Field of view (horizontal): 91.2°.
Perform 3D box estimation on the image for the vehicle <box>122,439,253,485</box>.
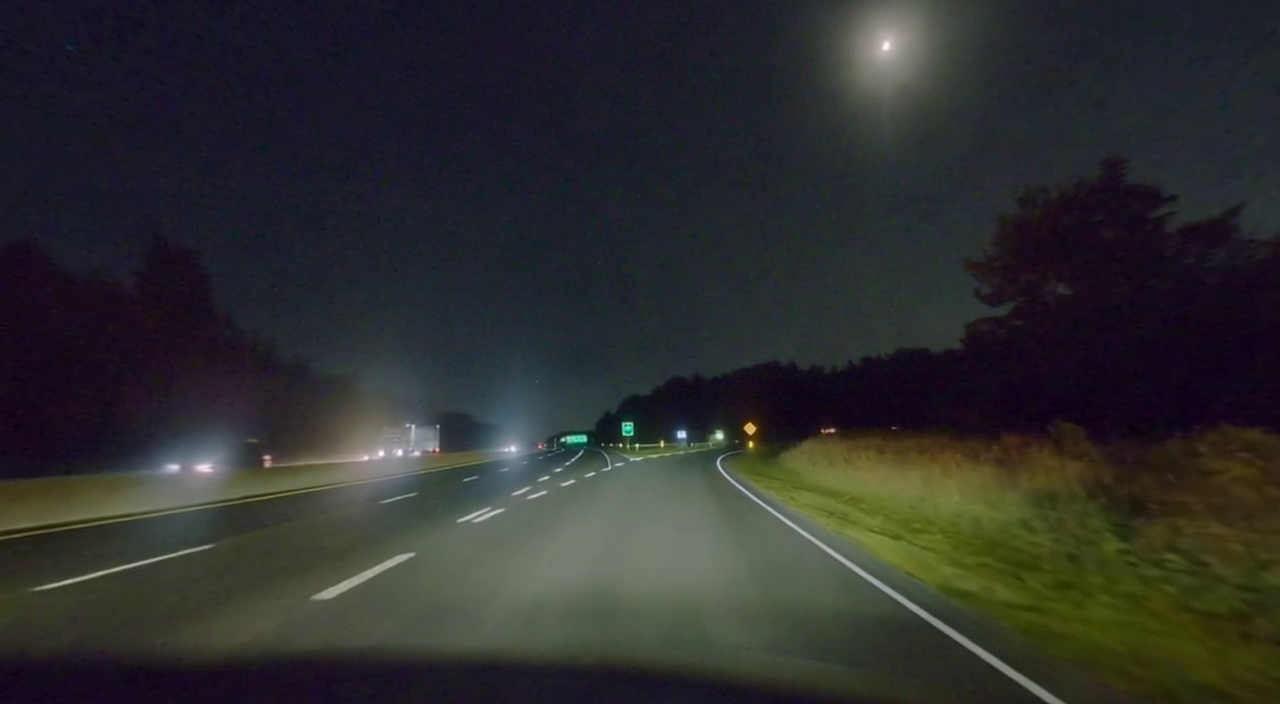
[{"bbox_3d":[-17.721,4.319,24.925,1.926,1.617,4.566,0,-9,-2],"label":"vehicle"}]
